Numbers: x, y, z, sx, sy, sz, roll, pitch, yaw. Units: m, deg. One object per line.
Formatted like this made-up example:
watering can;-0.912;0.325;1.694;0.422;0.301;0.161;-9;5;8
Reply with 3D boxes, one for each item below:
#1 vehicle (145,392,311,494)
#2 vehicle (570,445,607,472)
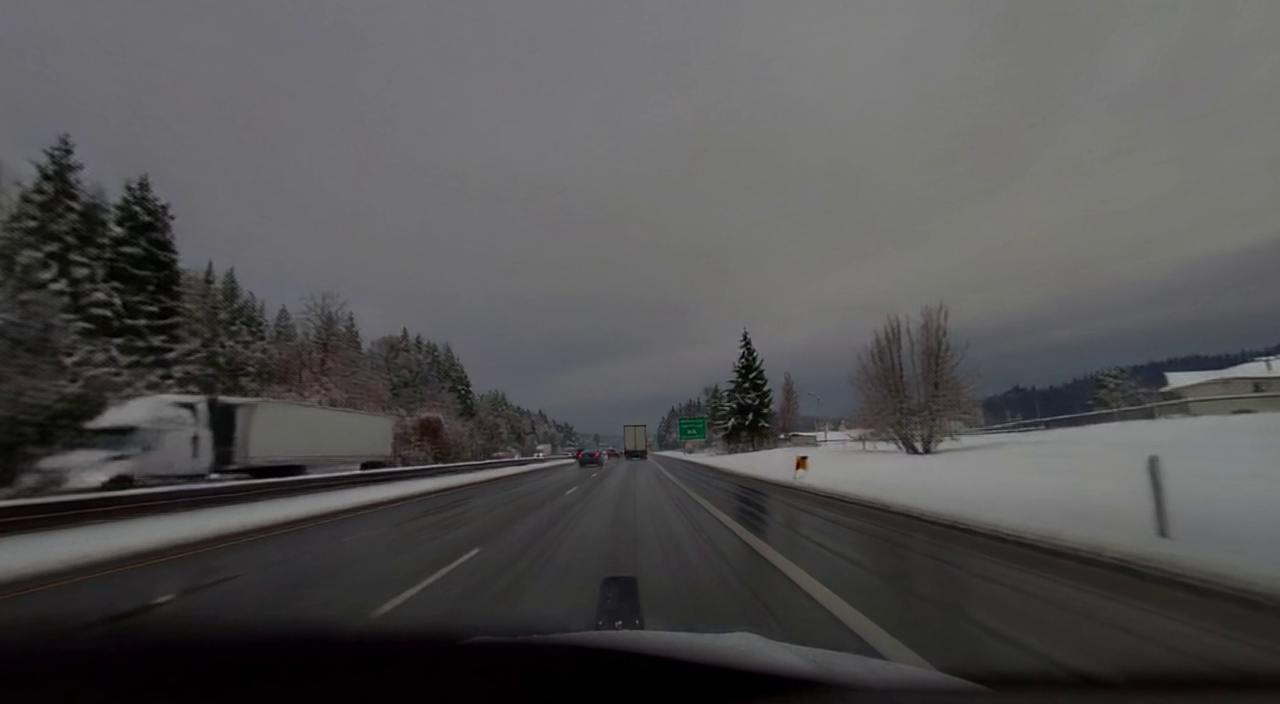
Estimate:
vehicle;-17.236;3.916;27.032;3.005;3.872;5.858;0;-9;0
vehicle;-3.401;7.095;42.242;2.081;1.682;4.425;0;-9;0
